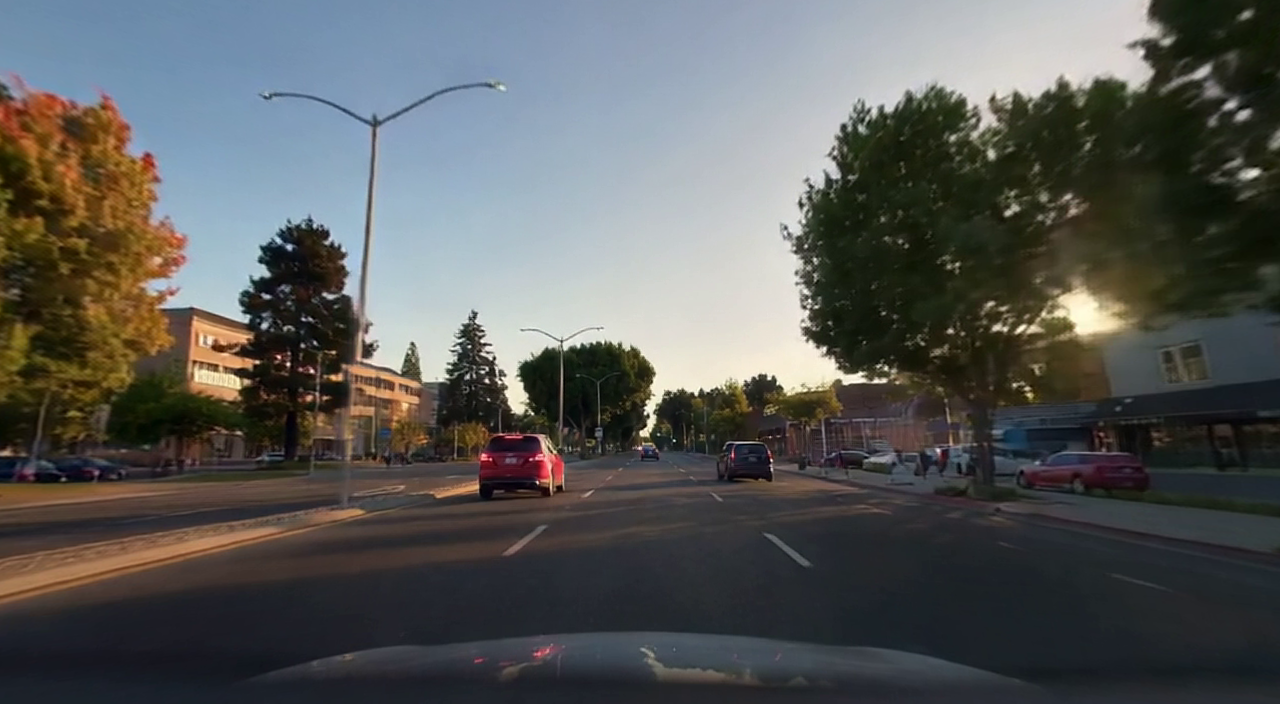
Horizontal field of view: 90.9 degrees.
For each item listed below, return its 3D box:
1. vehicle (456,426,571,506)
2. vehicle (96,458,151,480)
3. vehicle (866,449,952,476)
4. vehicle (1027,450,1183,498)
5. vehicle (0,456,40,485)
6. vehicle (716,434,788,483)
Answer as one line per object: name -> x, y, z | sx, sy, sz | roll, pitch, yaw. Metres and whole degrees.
vehicle -> -3.136, 2.925, 16.696 | 2.047, 1.810, 4.414 | 0, -8, 1
vehicle -> -38.785, 8.730, 47.281 | 3.857, 1.463, 1.808 | -5, -9, 29
vehicle -> 16.888, 6.934, 39.692 | 4.479, 1.445, 1.946 | -1, -8, -2
vehicle -> 15.583, 4.050, 21.215 | 4.133, 1.475, 1.833 | 2, -8, -12
vehicle -> -38.480, 7.132, 38.032 | 4.355, 1.541, 1.919 | -5, -9, 28
vehicle -> 4.425, 4.277, 25.628 | 2.083, 1.779, 4.347 | 0, -8, -1
